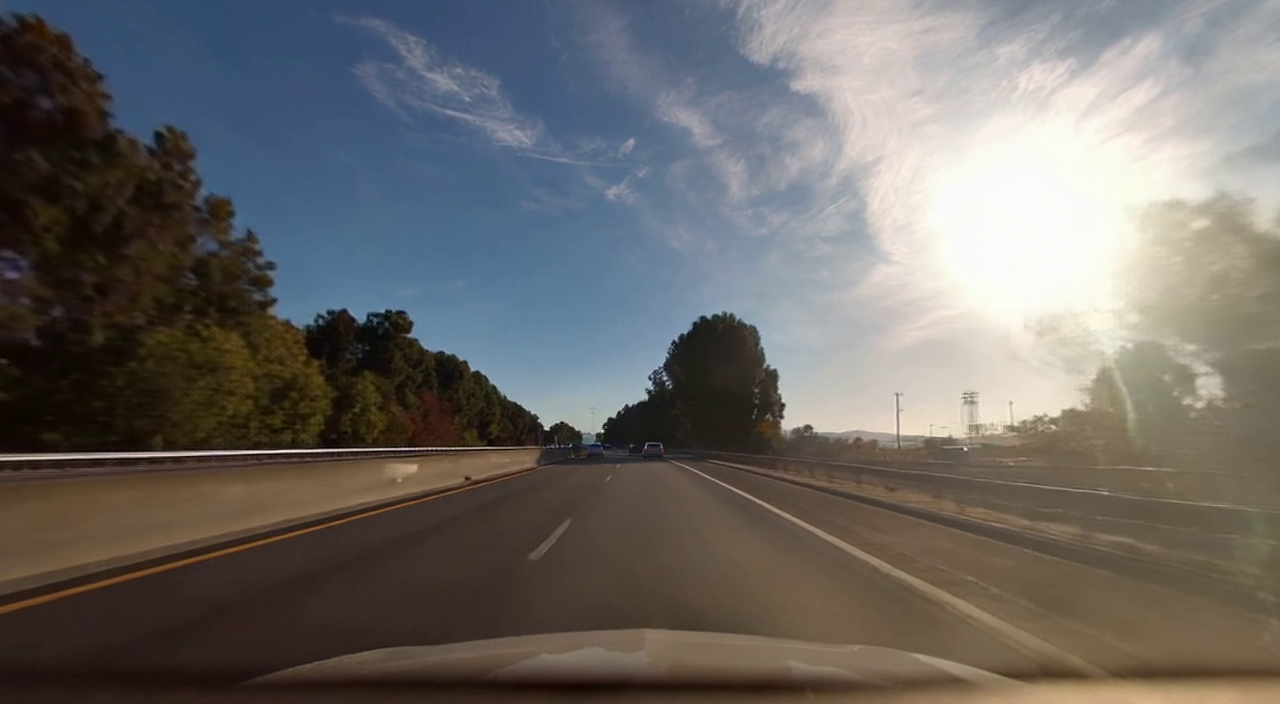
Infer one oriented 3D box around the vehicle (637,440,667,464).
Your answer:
[{"bbox_3d":[0.791,6.951,43.921,1.966,1.542,3.979,0,-8,-1],"label":"vehicle"}]
